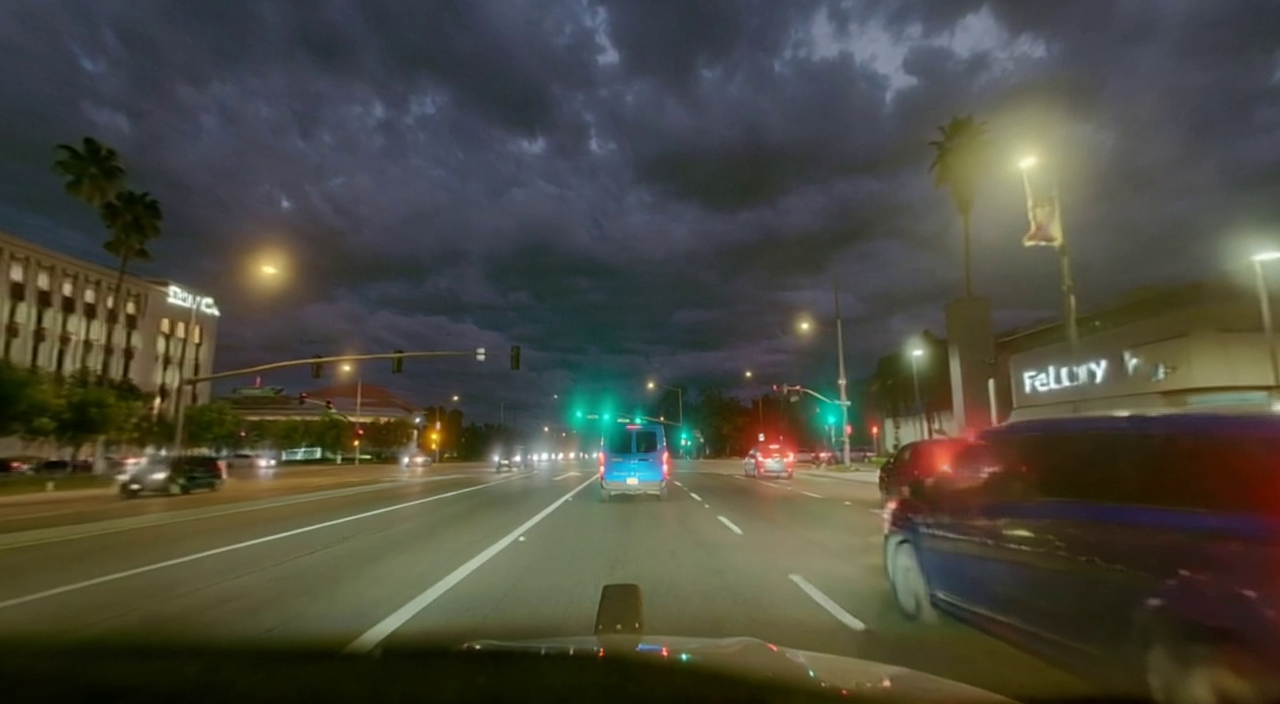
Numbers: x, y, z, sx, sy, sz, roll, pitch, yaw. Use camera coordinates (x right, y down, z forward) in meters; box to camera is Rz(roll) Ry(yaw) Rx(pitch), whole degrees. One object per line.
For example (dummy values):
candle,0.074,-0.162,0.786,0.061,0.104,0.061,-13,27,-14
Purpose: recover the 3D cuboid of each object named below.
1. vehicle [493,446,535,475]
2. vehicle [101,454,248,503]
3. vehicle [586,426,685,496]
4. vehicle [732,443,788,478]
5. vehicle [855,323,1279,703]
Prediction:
vehicle,-7.871,6.689,39.271,2.109,1.653,4.681,2,-9,-16
vehicle,-16.277,4.400,22.476,1.953,1.480,4.632,0,-9,-4
vehicle,-0.233,3.587,21.154,2.848,1.991,5.706,0,-9,-2
vehicle,6.239,5.716,33.457,1.931,1.692,4.267,0,-9,-3
vehicle,3.265,0.974,3.288,2.462,1.736,4.899,0,-9,-1
